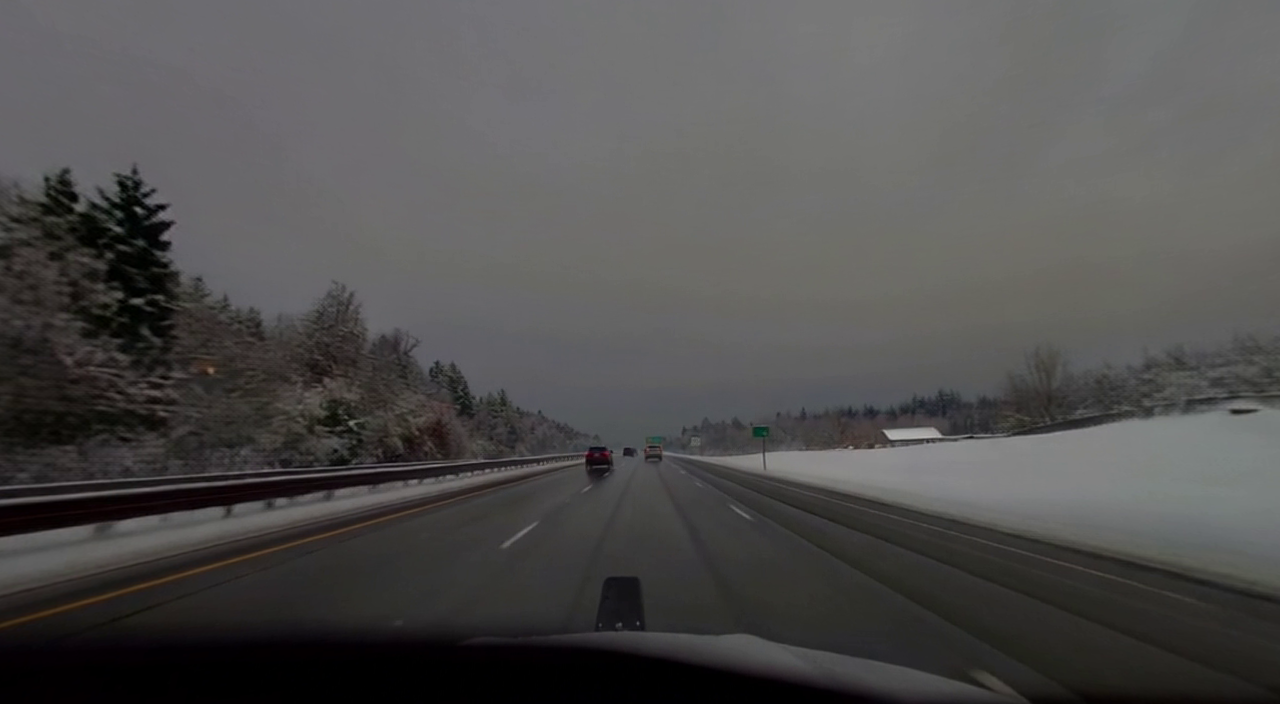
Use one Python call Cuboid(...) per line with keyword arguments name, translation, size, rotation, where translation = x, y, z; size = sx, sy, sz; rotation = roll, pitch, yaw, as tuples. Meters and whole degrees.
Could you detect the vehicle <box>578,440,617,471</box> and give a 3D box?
Cuboid(name="vehicle", translation=(-2.723, 6.759, 41.363), size=(2.143, 1.853, 4.123), rotation=(0, -9, 2))
